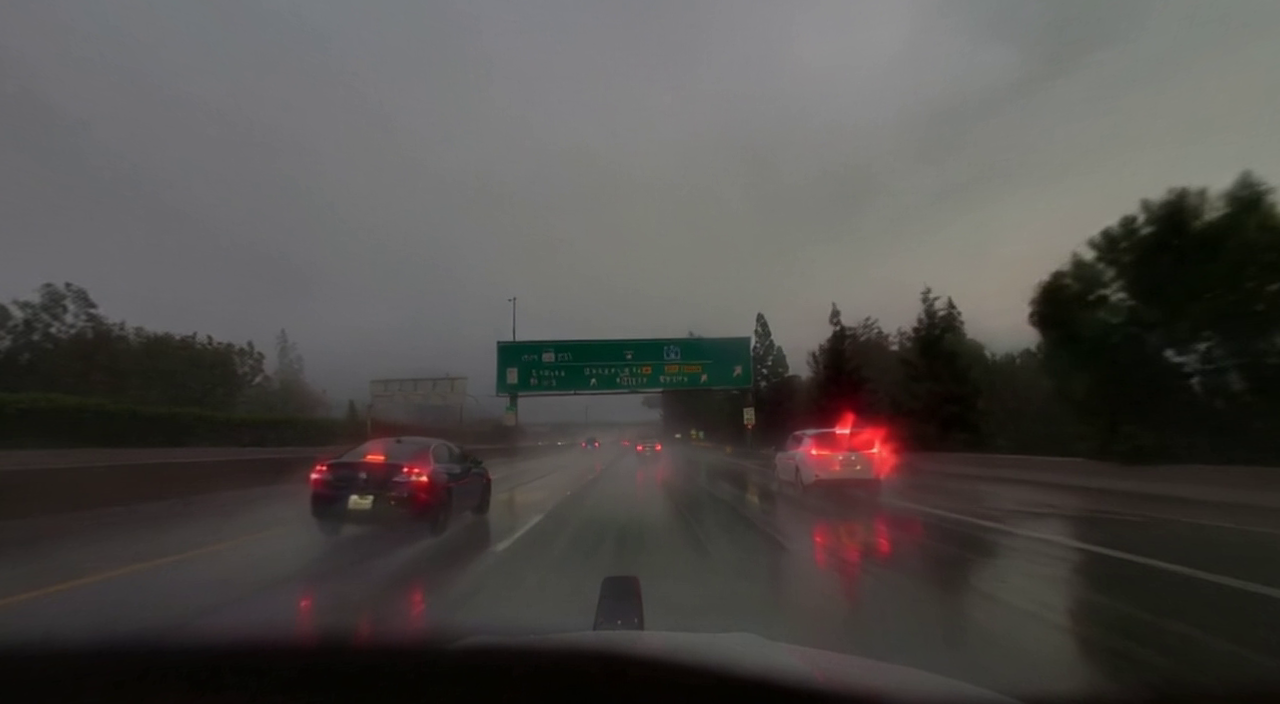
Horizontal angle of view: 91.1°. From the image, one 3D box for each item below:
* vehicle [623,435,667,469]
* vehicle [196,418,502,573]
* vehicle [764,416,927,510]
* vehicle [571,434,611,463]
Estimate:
[{"bbox_3d":[0.278,4.975,31.426,2.049,1.542,3.816,0,-8,1],"label":"vehicle"},{"bbox_3d":[-3.487,1.792,8.746,2.066,1.561,4.495,0,-8,1],"label":"vehicle"},{"bbox_3d":[4.210,2.343,13.731,2.025,1.707,4.279,0,-8,-1],"label":"vehicle"},{"bbox_3d":[-2.956,5.972,38.892,2.044,1.682,4.201,0,-8,2],"label":"vehicle"}]
